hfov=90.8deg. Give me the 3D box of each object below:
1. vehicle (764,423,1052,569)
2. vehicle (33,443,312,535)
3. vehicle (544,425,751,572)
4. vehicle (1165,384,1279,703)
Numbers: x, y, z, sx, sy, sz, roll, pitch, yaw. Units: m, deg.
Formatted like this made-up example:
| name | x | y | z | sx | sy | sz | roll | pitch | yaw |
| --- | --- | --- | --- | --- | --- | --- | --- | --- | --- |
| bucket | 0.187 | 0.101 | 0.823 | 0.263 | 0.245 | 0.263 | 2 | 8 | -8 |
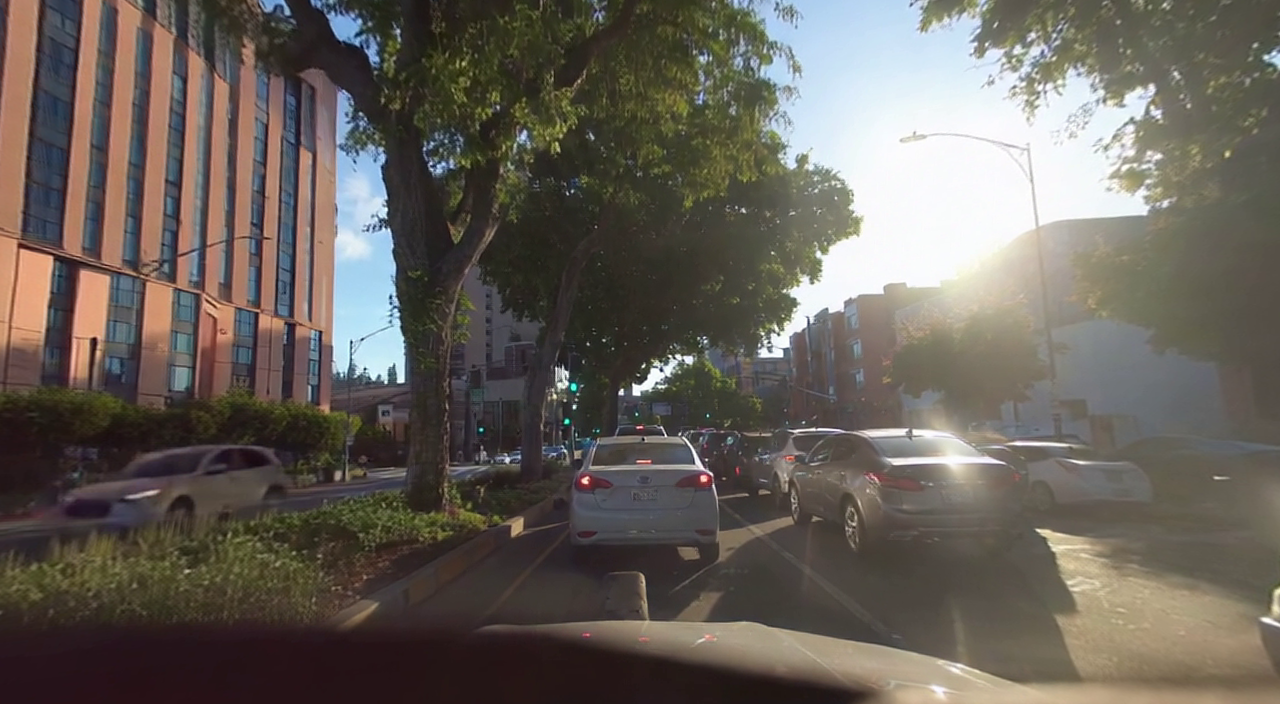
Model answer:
| name | x | y | z | sx | sy | sz | roll | pitch | yaw |
| --- | --- | --- | --- | --- | --- | --- | --- | --- | --- |
| vehicle | 3.228 | 1.824 | 8.859 | 1.995 | 1.483 | 4.533 | 0 | -8 | -1 |
| vehicle | -9.184 | 2.682 | 13.175 | 2.000 | 1.519 | 4.964 | 0 | -8 | 0 |
| vehicle | 0.034 | 1.799 | 8.570 | 2.105 | 1.474 | 4.127 | 0 | -8 | -1 |
| vehicle | 3.210 | 0.577 | 0.256 | 1.982 | 1.491 | 4.664 | 0 | -8 | 0 |
